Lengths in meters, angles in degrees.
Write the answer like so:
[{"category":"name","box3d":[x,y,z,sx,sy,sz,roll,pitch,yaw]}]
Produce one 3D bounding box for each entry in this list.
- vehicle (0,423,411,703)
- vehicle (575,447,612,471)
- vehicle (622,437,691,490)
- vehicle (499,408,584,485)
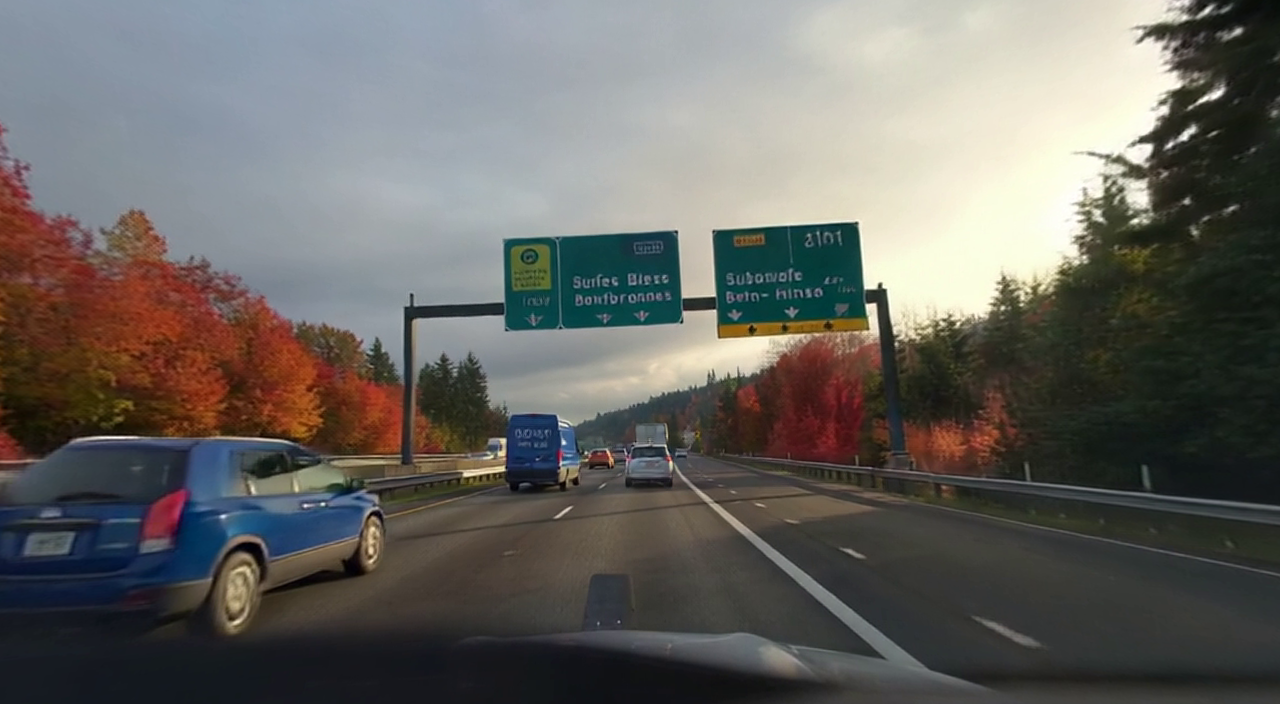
[{"category":"vehicle","box3d":[-3.746,1.446,5.424,1.977,1.485,3.973,0,-9,1]},{"category":"vehicle","box3d":[-3.065,7.156,42.156,2.015,1.496,4.312,0,-9,1]},{"category":"vehicle","box3d":[0.545,3.887,22.090,2.195,1.679,4.070,0,-9,1]},{"category":"vehicle","box3d":[-3.726,3.765,25.002,2.275,2.692,5.810,0,-9,1]}]
